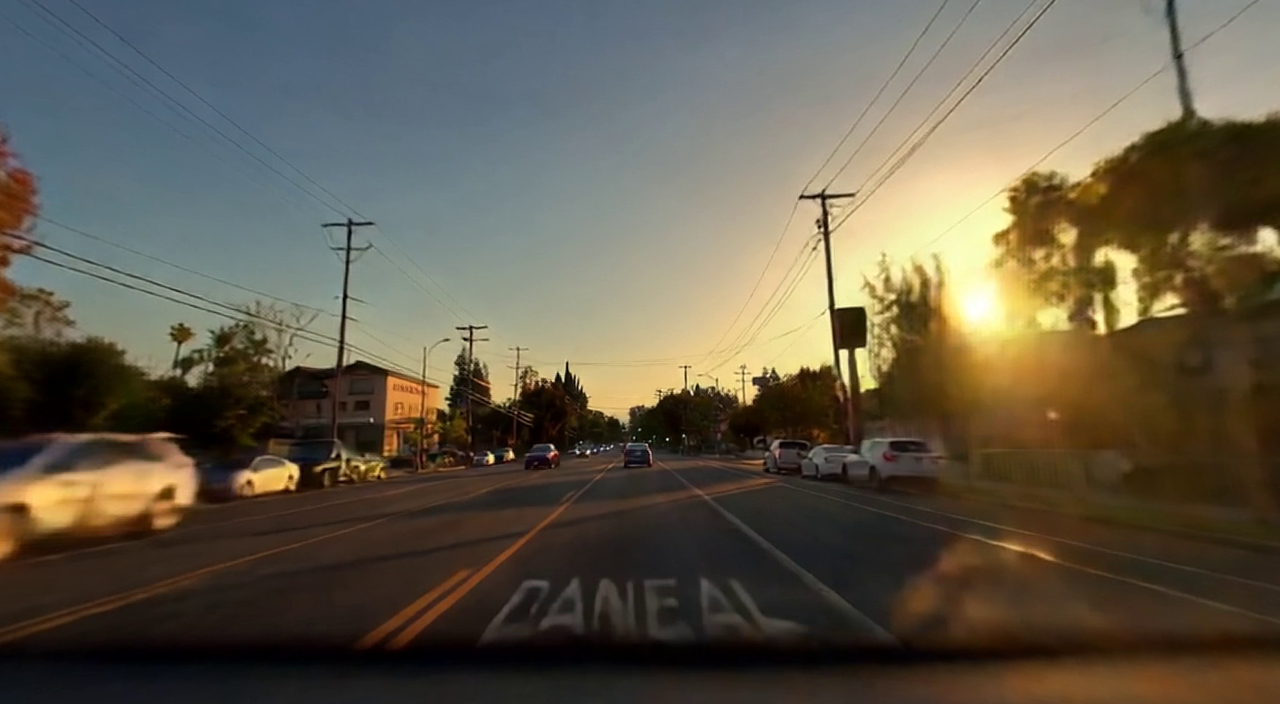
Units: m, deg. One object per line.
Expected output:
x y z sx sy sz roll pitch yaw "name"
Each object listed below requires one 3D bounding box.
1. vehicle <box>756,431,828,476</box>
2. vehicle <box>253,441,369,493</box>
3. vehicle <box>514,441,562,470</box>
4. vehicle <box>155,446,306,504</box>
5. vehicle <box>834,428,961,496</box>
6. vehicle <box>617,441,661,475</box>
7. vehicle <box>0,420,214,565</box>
7.629 5.153 32.348 2.257 2.072 5.376 0 -8 -1 "vehicle"
-14.278 4.960 27.939 2.138 1.906 5.692 -3 -8 -1 "vehicle"
-6.344 6.518 39.990 2.254 1.732 4.571 0 -8 0 "vehicle"
-14.207 4.232 22.396 2.041 1.789 5.070 0 -8 -2 "vehicle"
7.901 3.409 19.936 2.026 1.851 4.360 0 -8 -2 "vehicle"
-0.074 5.263 31.710 2.067 1.547 4.513 0 -8 0 "vehicle"
-9.472 2.111 10.054 2.048 1.890 4.780 0 -8 -1 "vehicle"
